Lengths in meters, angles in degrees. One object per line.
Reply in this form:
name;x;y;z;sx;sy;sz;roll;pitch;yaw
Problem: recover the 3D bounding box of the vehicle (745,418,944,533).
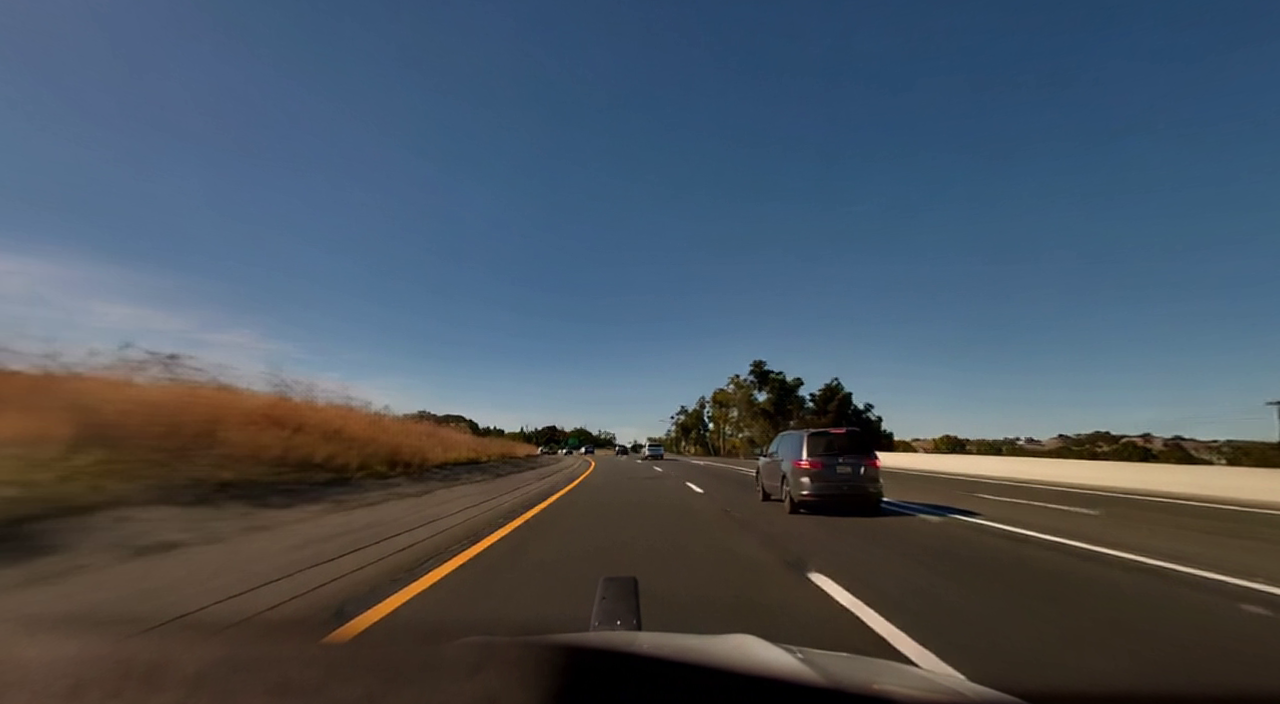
vehicle;3.612;2.276;12.354;2.141;1.785;4.778;0;-8;-2
